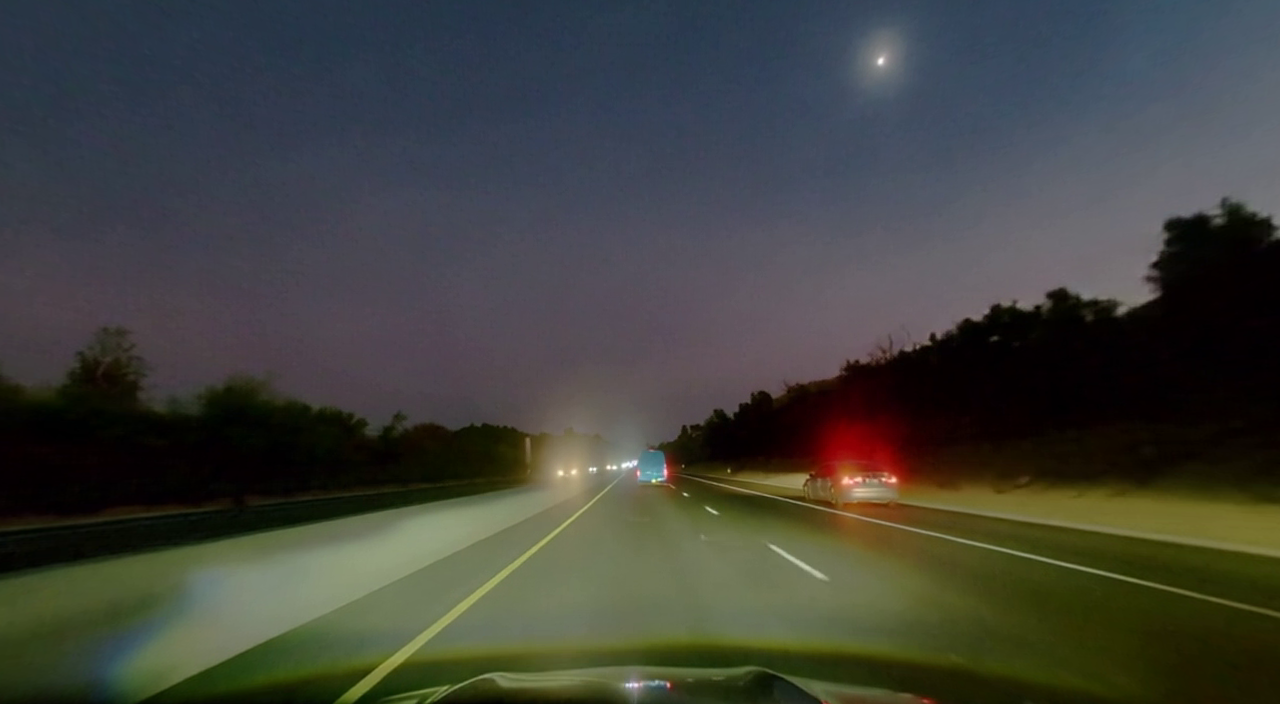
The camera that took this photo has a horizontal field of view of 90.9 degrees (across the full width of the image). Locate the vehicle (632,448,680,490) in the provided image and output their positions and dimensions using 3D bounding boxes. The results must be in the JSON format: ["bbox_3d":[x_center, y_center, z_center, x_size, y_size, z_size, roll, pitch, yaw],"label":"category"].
[{"bbox_3d":[0.819,6.565,35.383,2.429,2.167,4.558,1,-11,-2],"label":"vehicle"}]
